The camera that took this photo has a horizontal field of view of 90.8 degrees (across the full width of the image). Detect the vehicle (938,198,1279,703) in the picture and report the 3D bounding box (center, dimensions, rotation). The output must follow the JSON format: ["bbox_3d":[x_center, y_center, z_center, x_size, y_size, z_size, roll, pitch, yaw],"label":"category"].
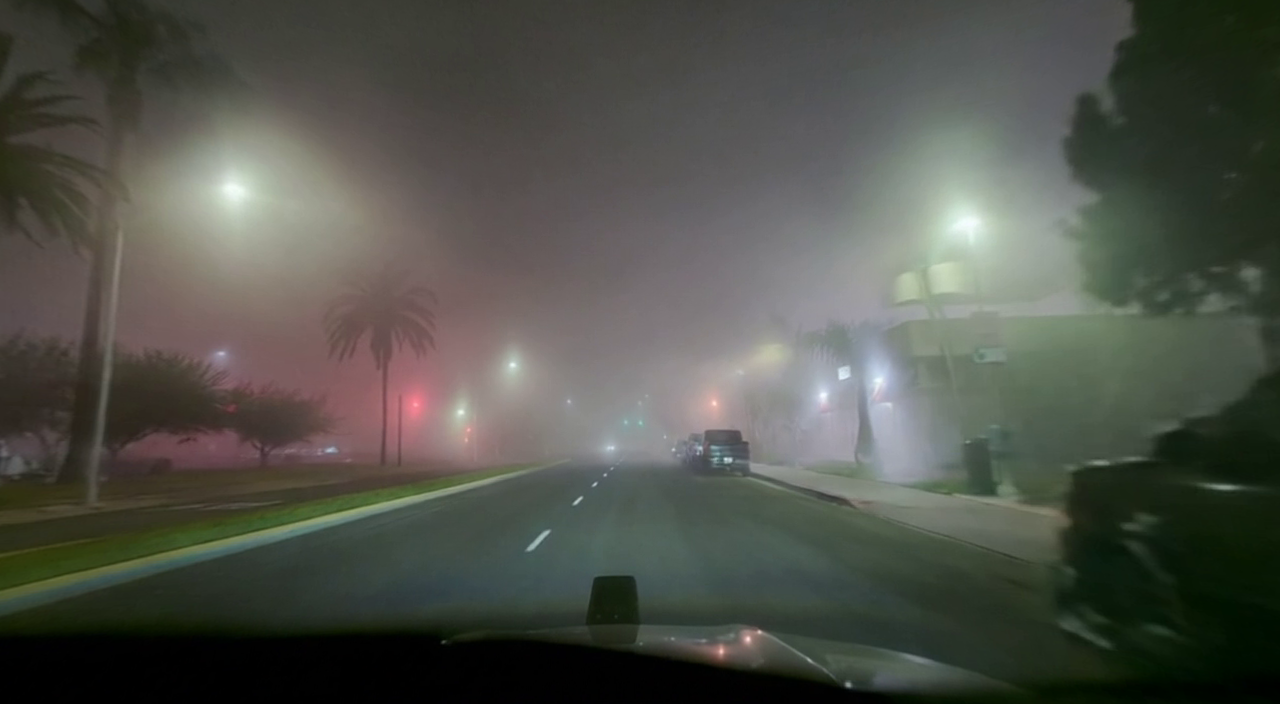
[{"bbox_3d":[3.448,0.461,1.413,2.557,2.128,6.242,1,-8,0],"label":"vehicle"}]

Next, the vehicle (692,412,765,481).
[{"bbox_3d":[3.585,3.983,26.713,2.221,2.552,5.594,0,-8,-1],"label":"vehicle"}]
